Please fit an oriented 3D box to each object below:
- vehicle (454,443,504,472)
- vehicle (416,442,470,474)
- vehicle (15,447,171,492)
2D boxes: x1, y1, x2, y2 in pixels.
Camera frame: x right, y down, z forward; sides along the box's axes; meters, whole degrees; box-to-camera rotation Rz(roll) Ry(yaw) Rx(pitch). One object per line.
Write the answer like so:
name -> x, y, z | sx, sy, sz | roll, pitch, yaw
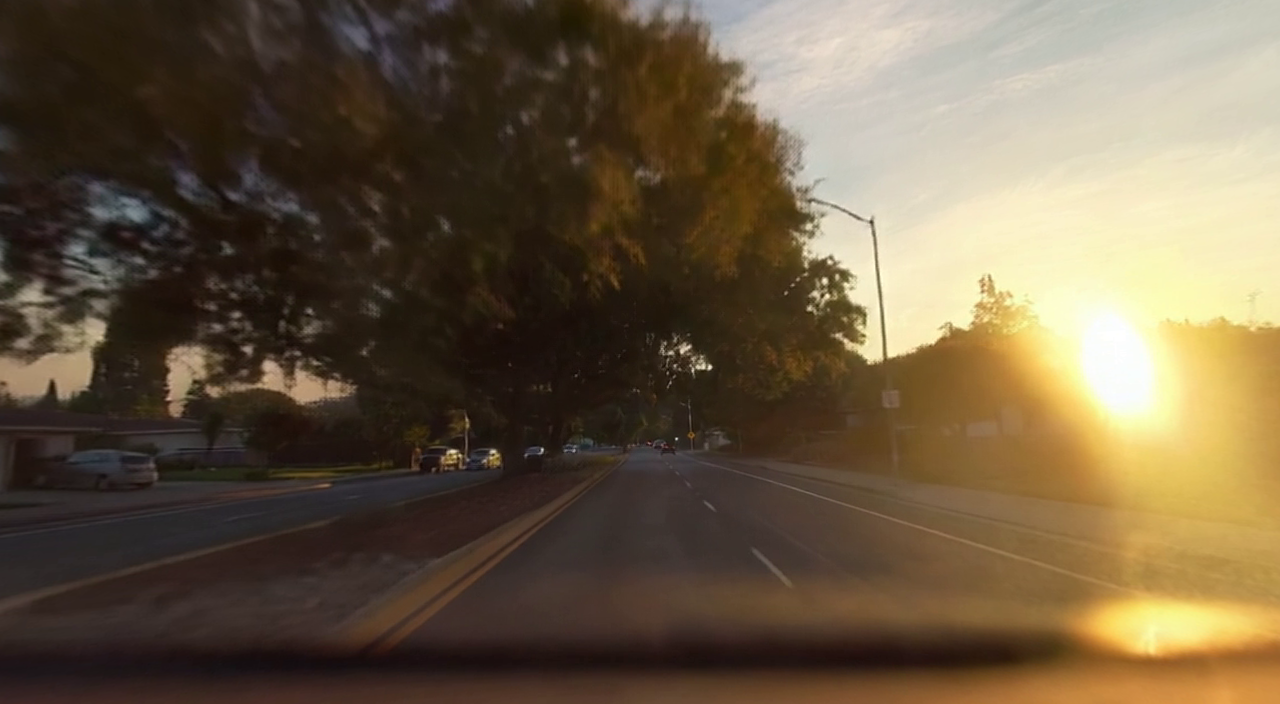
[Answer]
vehicle -> -9.938, 6.541, 39.176 | 1.962, 1.680, 3.925 | 0, -9, 1
vehicle -> -14.115, 7.587, 45.515 | 2.071, 1.899, 5.640 | -4, -8, 1
vehicle -> -22.463, 4.820, 26.018 | 4.530, 1.769, 2.003 | 0, -9, 1
